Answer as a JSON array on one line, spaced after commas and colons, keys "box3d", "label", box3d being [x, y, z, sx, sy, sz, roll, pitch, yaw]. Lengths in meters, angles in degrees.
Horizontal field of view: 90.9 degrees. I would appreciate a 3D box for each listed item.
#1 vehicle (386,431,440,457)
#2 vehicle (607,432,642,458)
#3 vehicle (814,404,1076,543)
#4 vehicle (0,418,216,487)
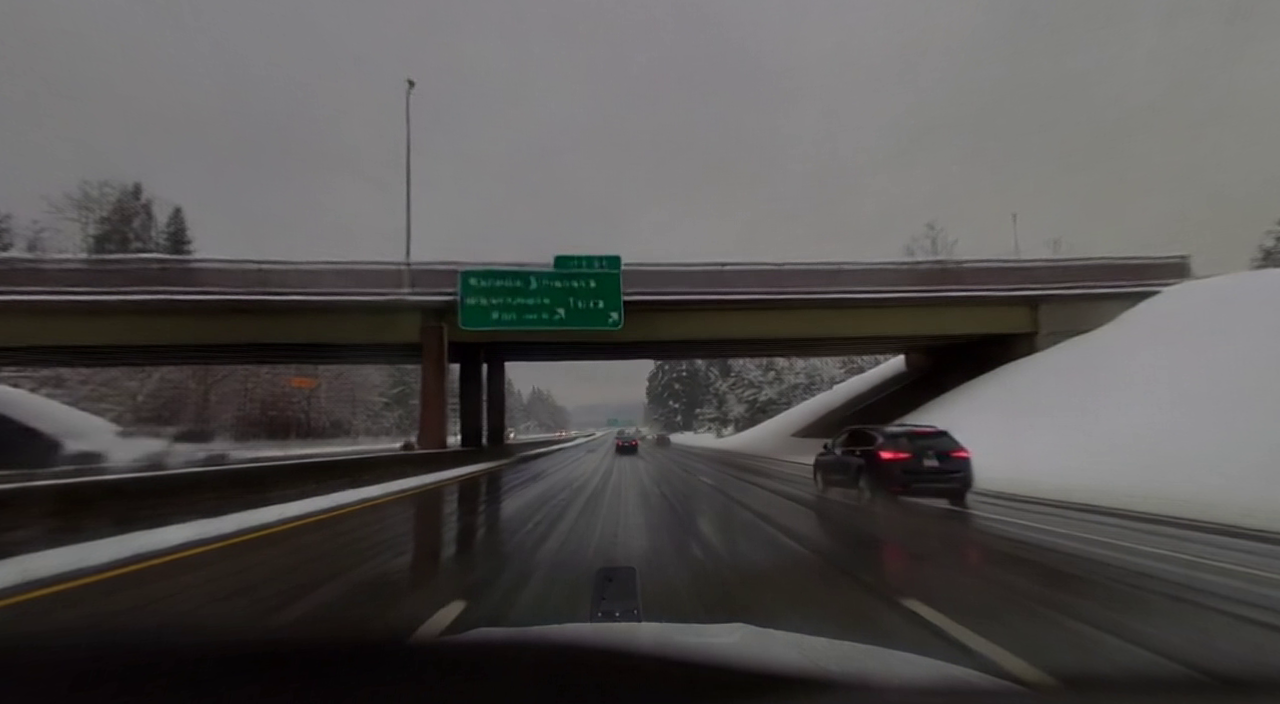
[{"box3d": [-13.427, 5.479, 37.529, 1.832, 1.446, 3.950, 0, -8, -1], "label": "vehicle"}, {"box3d": [-0.943, 5.506, 37.491, 1.987, 1.440, 3.565, 0, -8, -1], "label": "vehicle"}, {"box3d": [4.092, 1.673, 9.302, 1.892, 1.600, 3.782, 0, -8, -1], "label": "vehicle"}, {"box3d": [-13.376, 2.525, 16.176, 2.017, 1.493, 4.377, 0, -8, -1], "label": "vehicle"}]
